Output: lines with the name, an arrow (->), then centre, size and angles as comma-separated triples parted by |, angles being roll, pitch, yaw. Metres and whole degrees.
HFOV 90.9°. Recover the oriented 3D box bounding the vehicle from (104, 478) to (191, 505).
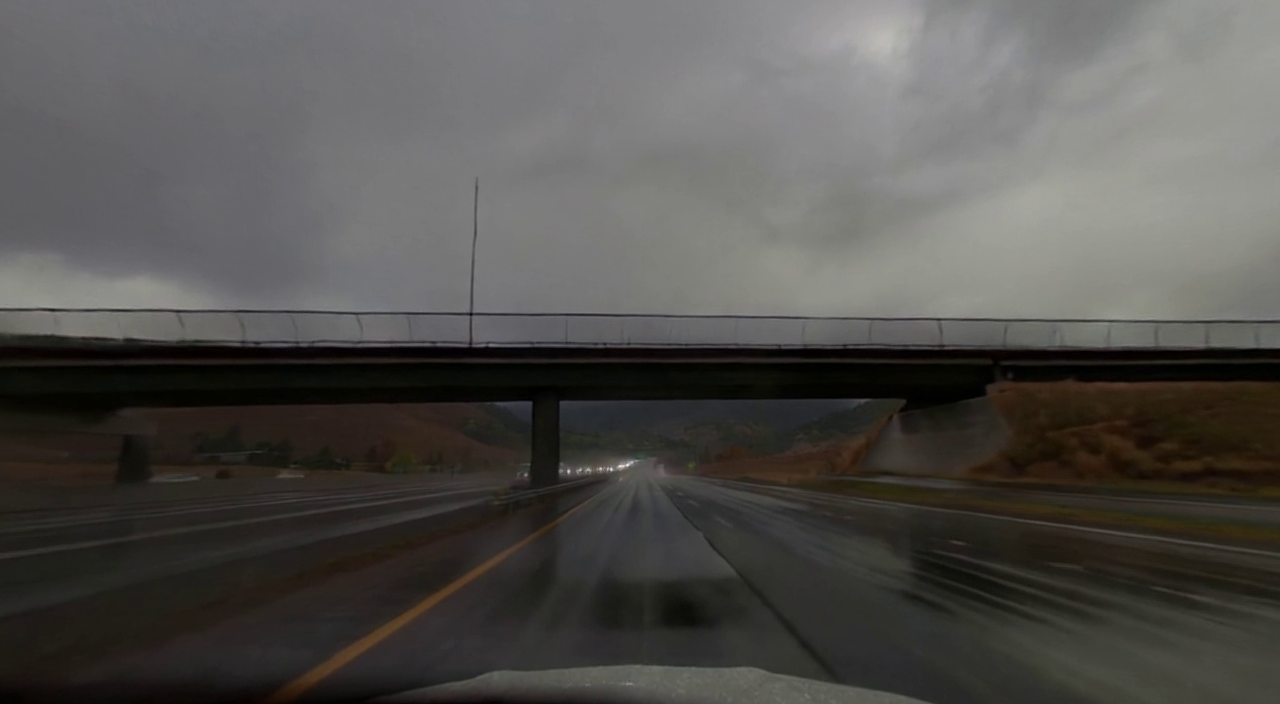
vehicle -> -30.051, 8.491, 38.619 | 1.812, 1.448, 4.317 | 1, -10, 1
